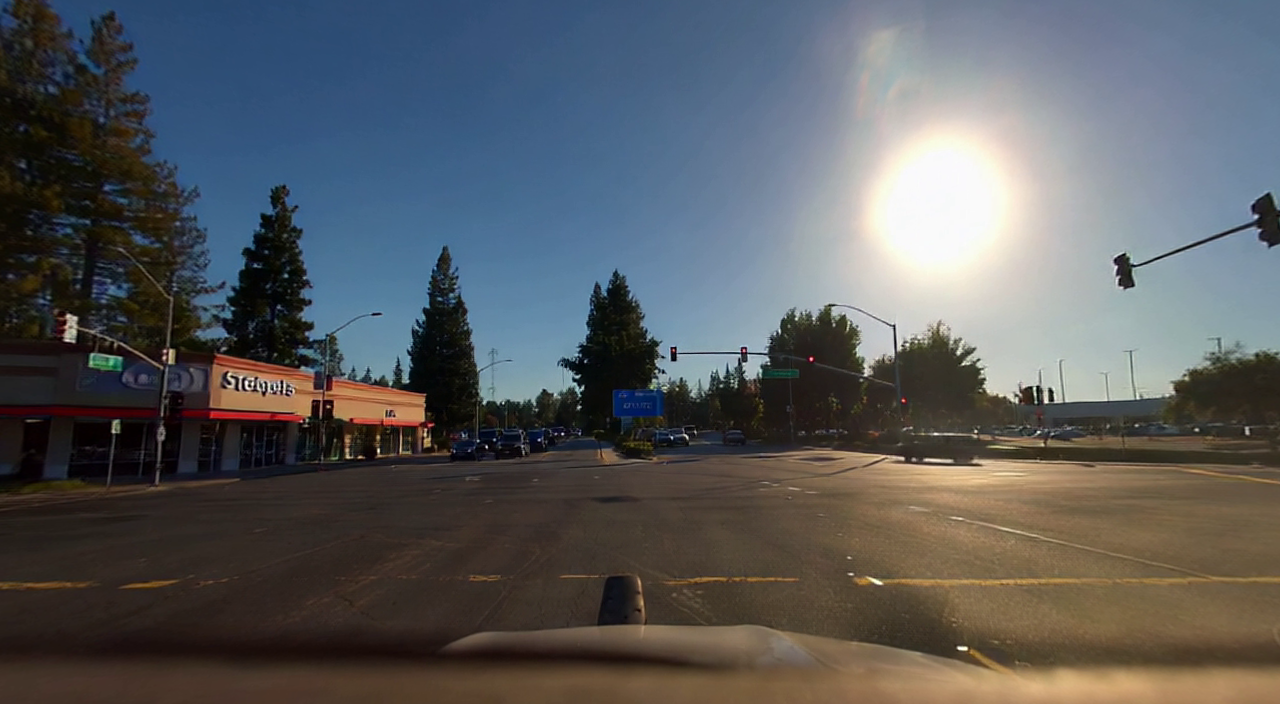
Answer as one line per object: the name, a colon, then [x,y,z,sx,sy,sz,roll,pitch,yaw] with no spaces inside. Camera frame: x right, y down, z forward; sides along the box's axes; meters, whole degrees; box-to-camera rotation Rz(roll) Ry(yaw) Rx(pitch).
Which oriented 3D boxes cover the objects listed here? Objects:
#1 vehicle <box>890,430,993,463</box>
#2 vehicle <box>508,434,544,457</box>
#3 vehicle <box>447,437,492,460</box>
vehicle: [16.376,5.140,34.362,4.667,1.664,1.936,-6,-11,36]
vehicle: [-8.070,6.668,45.082,1.920,1.546,4.086,0,-9,-1]
vehicle: [-11.777,6.685,43.886,2.111,1.499,4.371,0,-9,-3]
